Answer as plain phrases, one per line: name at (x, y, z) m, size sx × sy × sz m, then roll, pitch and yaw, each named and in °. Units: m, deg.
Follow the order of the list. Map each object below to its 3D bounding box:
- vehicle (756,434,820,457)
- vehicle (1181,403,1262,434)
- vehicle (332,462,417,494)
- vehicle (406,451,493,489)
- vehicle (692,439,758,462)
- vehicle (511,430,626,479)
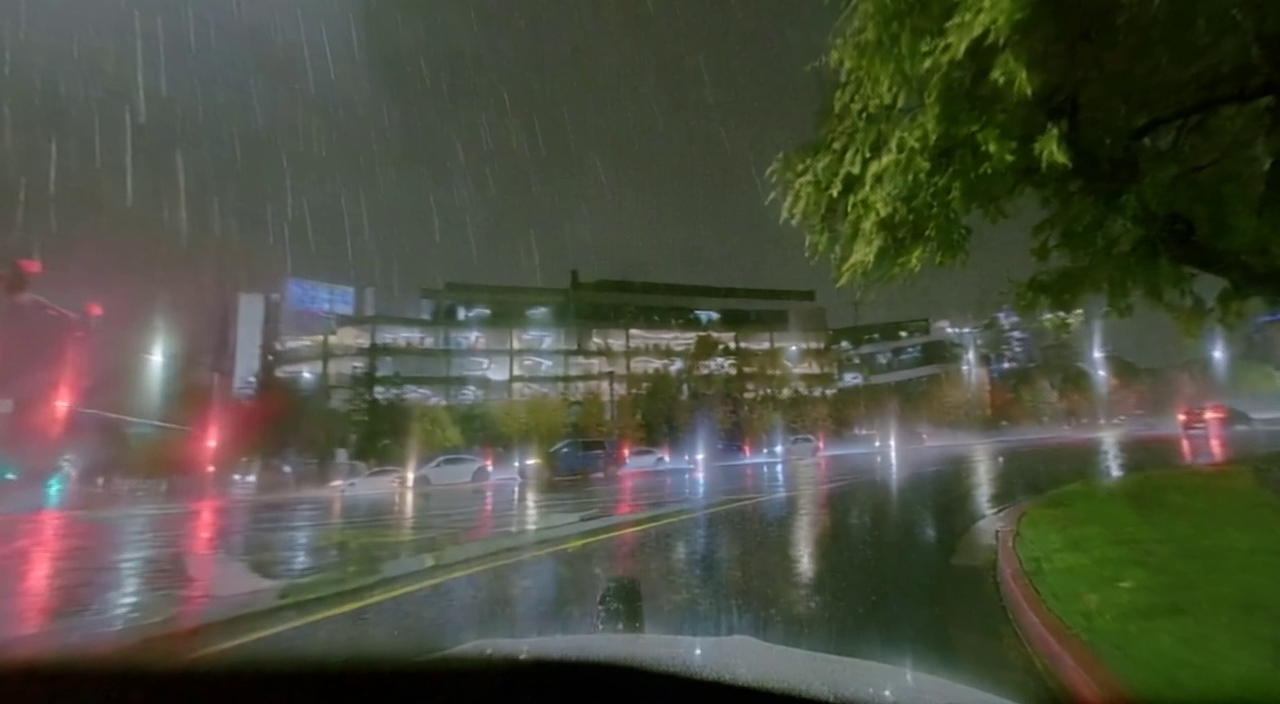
vehicle at (11.585, 7.337, 49.484) m, size 4.727 × 1.681 × 1.926 m, roll 4°, pitch -11°, yaw -28°
vehicle at (37.893, 4.327, 41.147) m, size 4.496 × 1.765 × 2.059 m, roll 1°, pitch -10°, yaw -24°
vehicle at (-15.978, 7.565, 38.070) m, size 4.493 × 1.455 × 1.946 m, roll 1°, pitch -8°, yaw -30°
vehicle at (-11.065, 6.787, 36.757) m, size 4.510 × 1.764 × 1.947 m, roll 1°, pitch -8°, yaw -29°
vehicle at (6.236, 7.276, 46.411) m, size 4.513 × 1.582 × 1.842 m, roll 5°, pitch -12°, yaw -28°
vehicle at (-3.756, 5.556, 33.720) m, size 5.636 × 2.053 × 2.225 m, roll 8°, pitch -19°, yaw -26°
